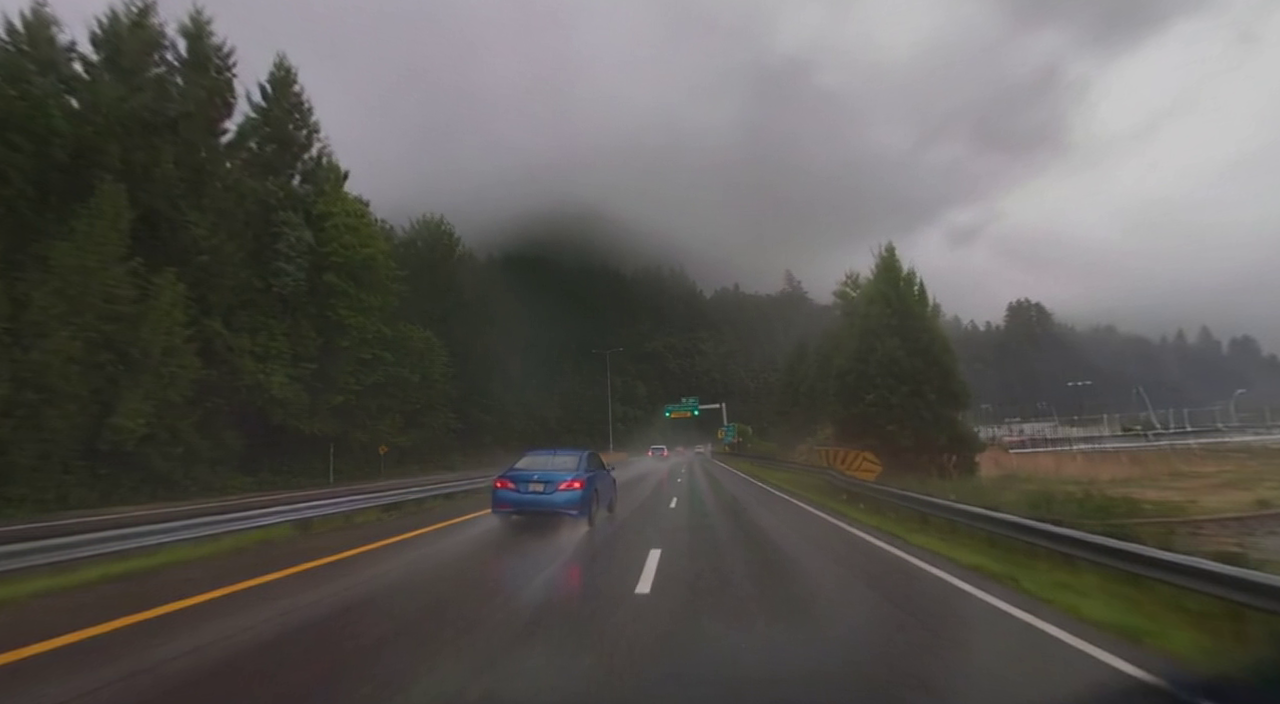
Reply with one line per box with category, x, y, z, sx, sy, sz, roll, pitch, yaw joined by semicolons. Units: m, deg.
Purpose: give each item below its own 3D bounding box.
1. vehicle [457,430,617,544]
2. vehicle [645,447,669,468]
vehicle;-1.506;2.152;10.574;1.846;1.566;3.525;-1;-9;4
vehicle;1.342;8.150;48.931;1.675;1.537;3.574;-1;-9;3
